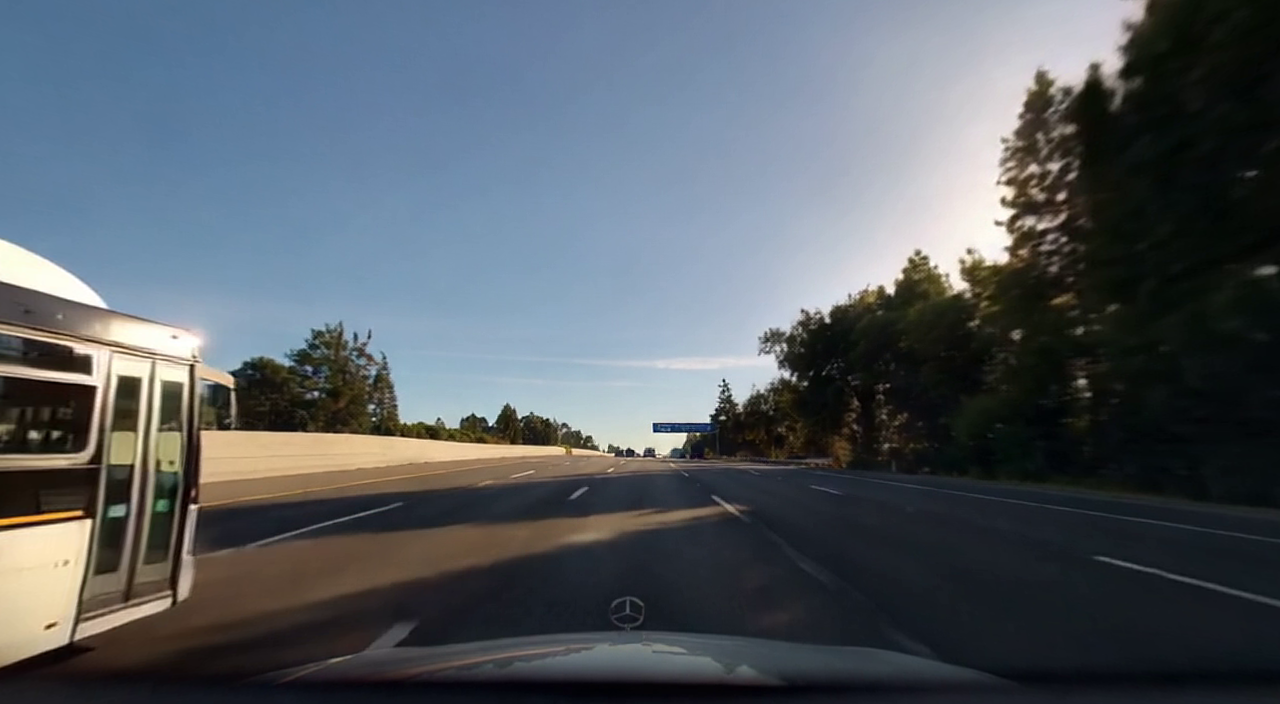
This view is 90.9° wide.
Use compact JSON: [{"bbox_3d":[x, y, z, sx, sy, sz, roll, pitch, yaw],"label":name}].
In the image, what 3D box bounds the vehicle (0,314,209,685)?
[{"bbox_3d":[-4.540,0.645,2.340,2.127,1.985,5.205,0,-8,1],"label":"vehicle"}]
